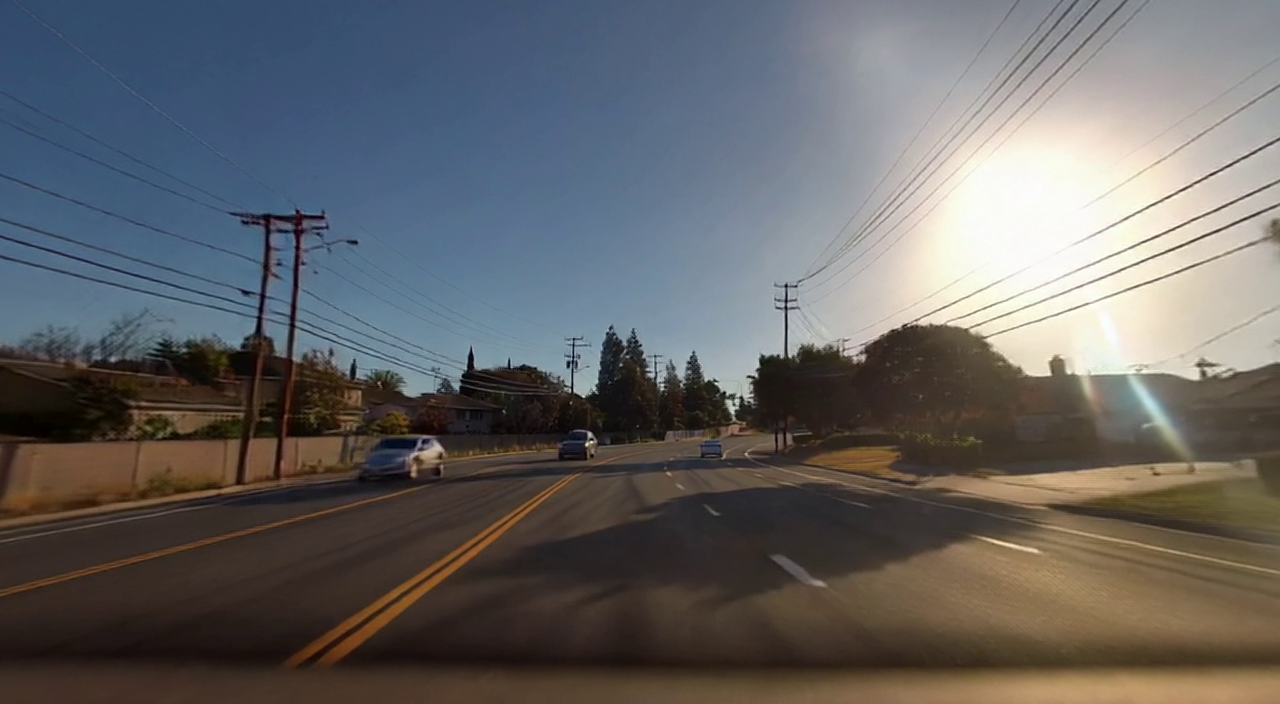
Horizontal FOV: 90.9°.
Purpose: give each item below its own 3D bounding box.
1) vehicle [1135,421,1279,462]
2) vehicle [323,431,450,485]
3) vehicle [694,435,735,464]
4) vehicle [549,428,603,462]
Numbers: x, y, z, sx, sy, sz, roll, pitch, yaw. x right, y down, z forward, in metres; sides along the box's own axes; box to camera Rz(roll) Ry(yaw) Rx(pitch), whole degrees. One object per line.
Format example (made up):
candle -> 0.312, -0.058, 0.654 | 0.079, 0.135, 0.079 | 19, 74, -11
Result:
vehicle -> 22.504, 3.523, 24.809 | 4.444, 1.479, 1.913 | 0, -8, -2
vehicle -> -7.789, 3.325, 19.976 | 2.019, 1.476, 4.786 | 0, -9, 0
vehicle -> 3.996, 5.335, 34.433 | 1.982, 1.451, 4.152 | -1, -9, 3
vehicle -> -3.551, 5.305, 35.848 | 2.191, 1.771, 4.981 | -1, -9, 4
